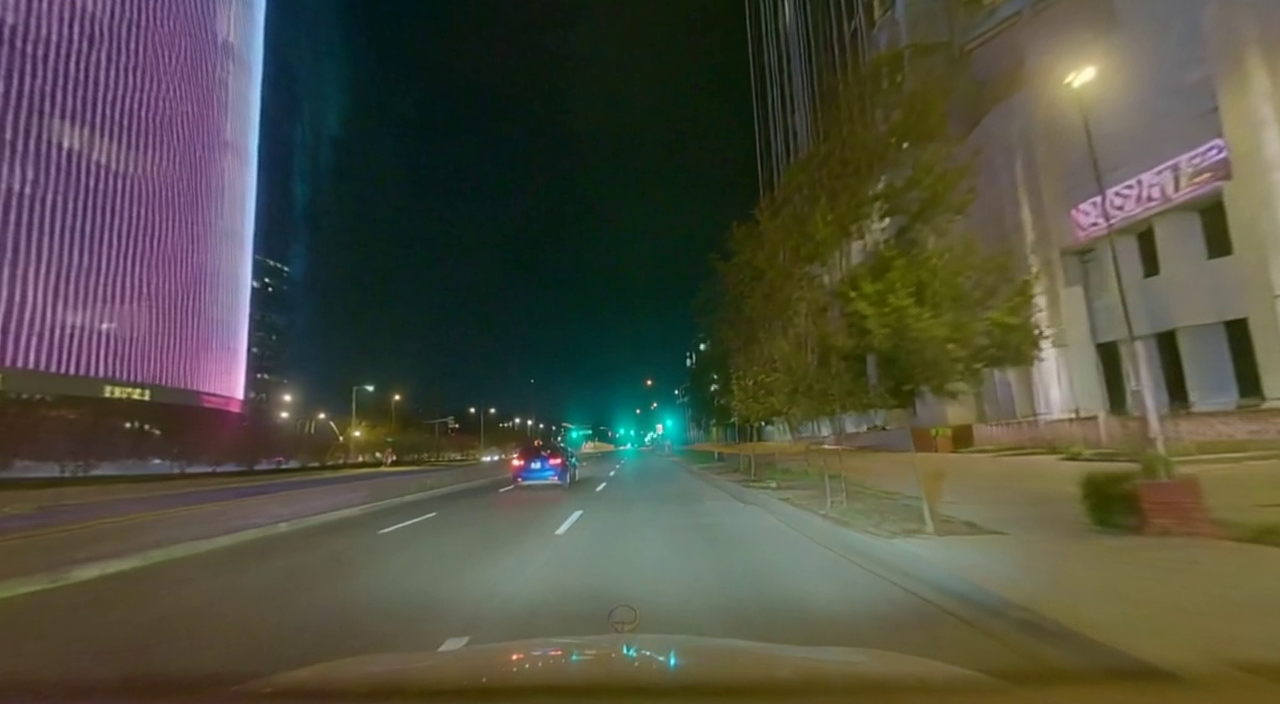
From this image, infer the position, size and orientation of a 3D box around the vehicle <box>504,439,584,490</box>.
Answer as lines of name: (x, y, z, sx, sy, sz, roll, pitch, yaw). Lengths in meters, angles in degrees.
vehicle: (-3.116, 3.753, 21.370, 1.971, 1.486, 4.380, -1, -8, 1)
